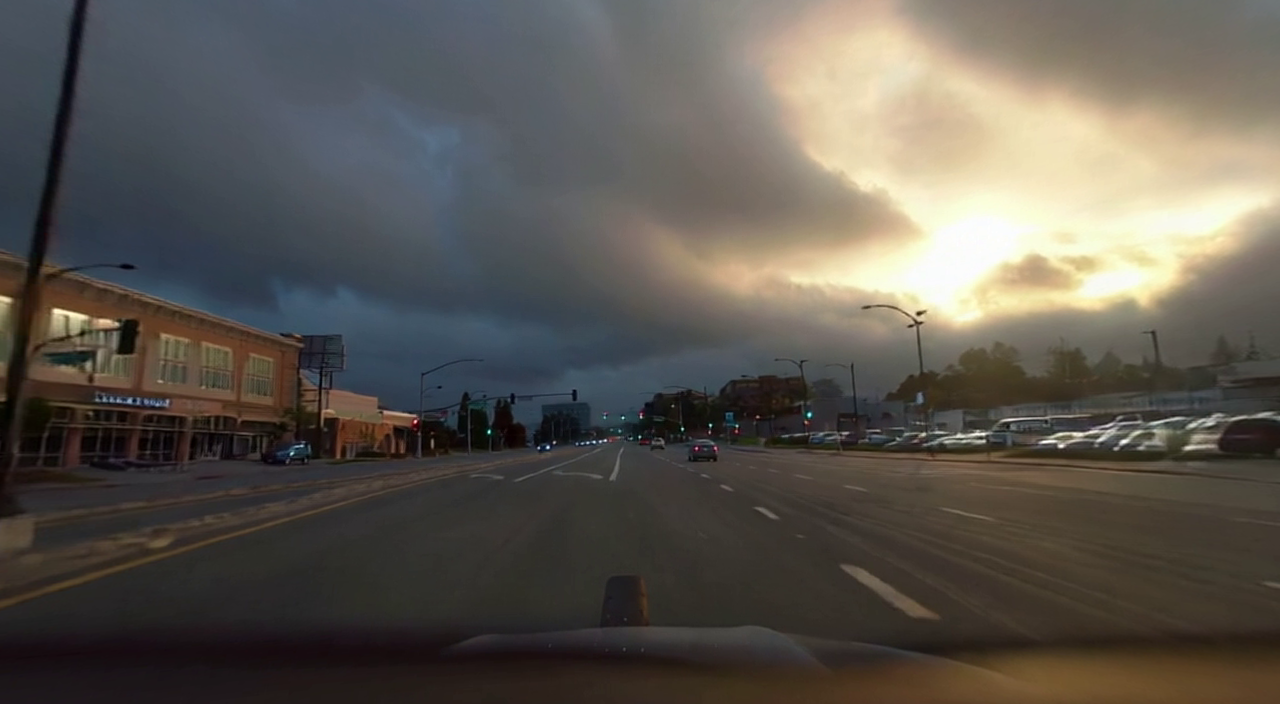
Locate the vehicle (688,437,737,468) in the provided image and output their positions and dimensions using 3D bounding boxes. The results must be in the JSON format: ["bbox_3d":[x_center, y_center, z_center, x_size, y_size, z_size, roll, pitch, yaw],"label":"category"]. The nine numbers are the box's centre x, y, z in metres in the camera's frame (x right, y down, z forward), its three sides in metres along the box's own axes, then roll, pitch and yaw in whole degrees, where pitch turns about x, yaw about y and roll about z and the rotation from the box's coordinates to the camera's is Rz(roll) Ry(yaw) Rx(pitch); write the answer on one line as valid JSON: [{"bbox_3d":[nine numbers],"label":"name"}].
[{"bbox_3d":[3.834,5.373,33.924,2.038,1.528,4.259,0,-8,-1],"label":"vehicle"}]

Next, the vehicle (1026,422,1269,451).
[{"bbox_3d":[26.143,4.581,33.659,2.870,1.165,10.713,-1,-8,-11],"label":"vehicle"}]

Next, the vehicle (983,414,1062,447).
[{"bbox_3d":[25.529,5.347,42.354,2.340,2.048,6.148,-2,-9,10],"label":"vehicle"}]
